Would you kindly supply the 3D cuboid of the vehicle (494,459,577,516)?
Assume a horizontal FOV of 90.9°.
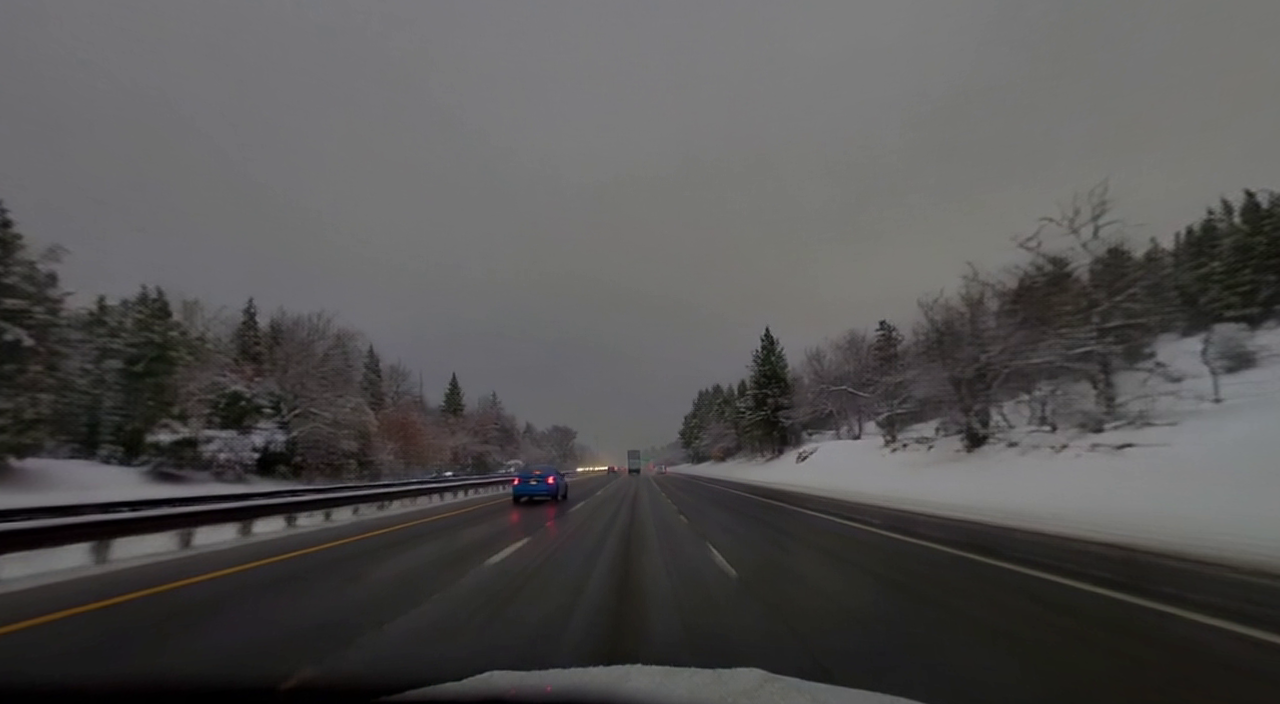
[{"bbox_3d":[-3.121,4.154,19.652,1.797,1.532,4.072,1,-10,1],"label":"vehicle"}]
